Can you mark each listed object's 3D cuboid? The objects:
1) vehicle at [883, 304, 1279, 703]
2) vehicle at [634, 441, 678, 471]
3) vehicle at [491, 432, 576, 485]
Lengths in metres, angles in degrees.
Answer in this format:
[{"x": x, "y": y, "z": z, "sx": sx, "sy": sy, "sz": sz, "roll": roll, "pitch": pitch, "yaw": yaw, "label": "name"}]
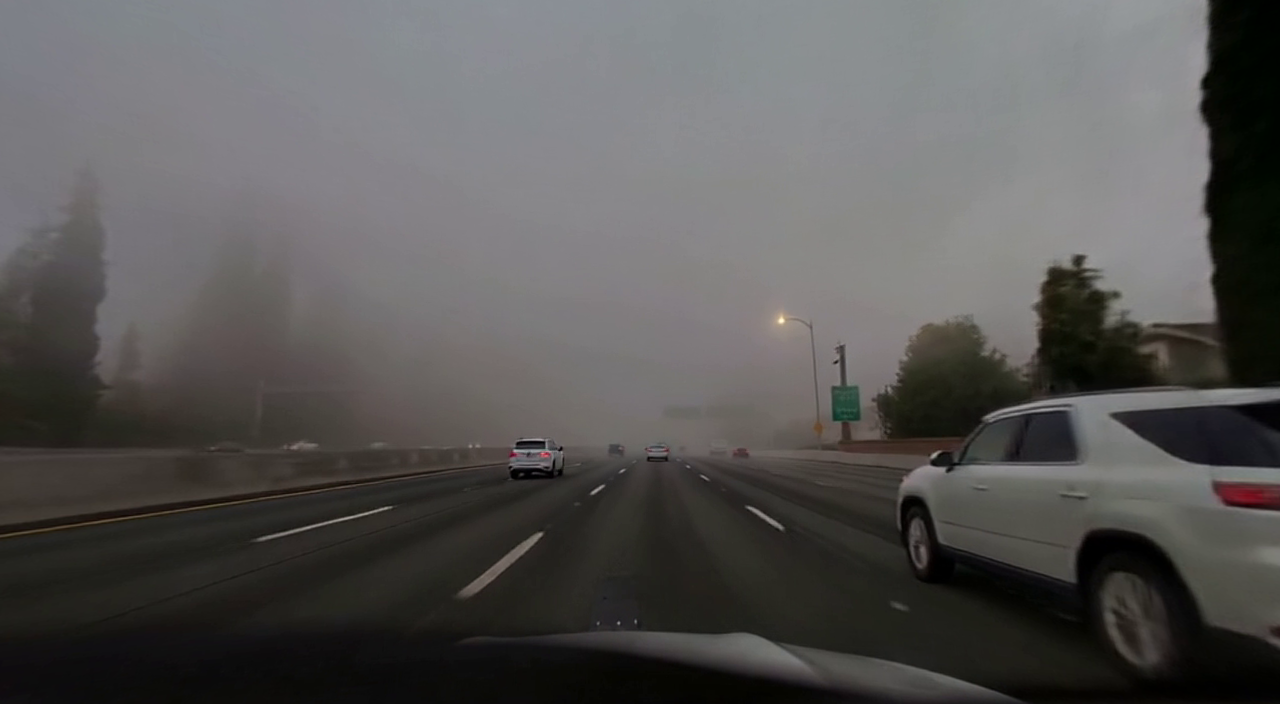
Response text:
[{"x": 3.673, "y": 0.927, "z": 3.621, "sx": 2.463, "sy": 1.851, "sz": 5.122, "roll": 0, "pitch": -8, "yaw": -1, "label": "vehicle"}, {"x": 0.824, "y": 5.488, "z": 33.533, "sx": 2.146, "sy": 1.485, "sz": 4.332, "roll": 0, "pitch": -8, "yaw": 1, "label": "vehicle"}, {"x": -3.665, "y": 3.760, "z": 22.666, "sx": 2.260, "sy": 1.706, "sz": 4.177, "roll": 0, "pitch": -8, "yaw": 1, "label": "vehicle"}]
